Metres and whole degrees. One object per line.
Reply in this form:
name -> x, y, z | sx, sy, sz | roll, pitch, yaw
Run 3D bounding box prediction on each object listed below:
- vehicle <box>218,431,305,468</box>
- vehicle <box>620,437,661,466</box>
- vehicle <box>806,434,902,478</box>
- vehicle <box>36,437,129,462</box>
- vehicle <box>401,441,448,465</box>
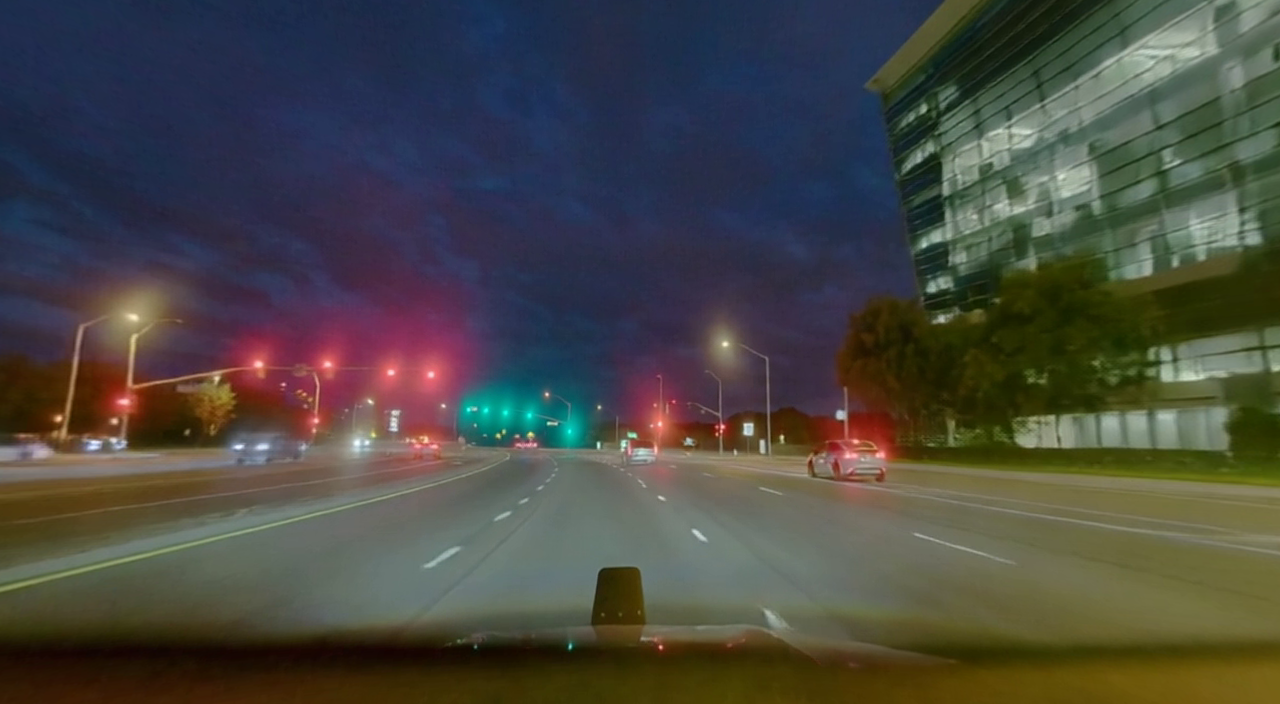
vehicle -> -19.702, 5.107, 33.174 | 2.089, 1.794, 4.766 | 1, -9, -7
vehicle -> -0.038, 6.182, 39.415 | 2.024, 1.724, 3.928 | 1, -9, -8
vehicle -> 9.064, 4.441, 27.225 | 2.130, 1.741, 4.665 | 1, -8, -5
vehicle -> -40.868, 7.182, 46.494 | 4.798, 1.639, 2.085 | 7, -10, -35
vehicle -> -15.495, 7.255, 45.703 | 2.399, 1.624, 4.585 | 1, -9, -8
